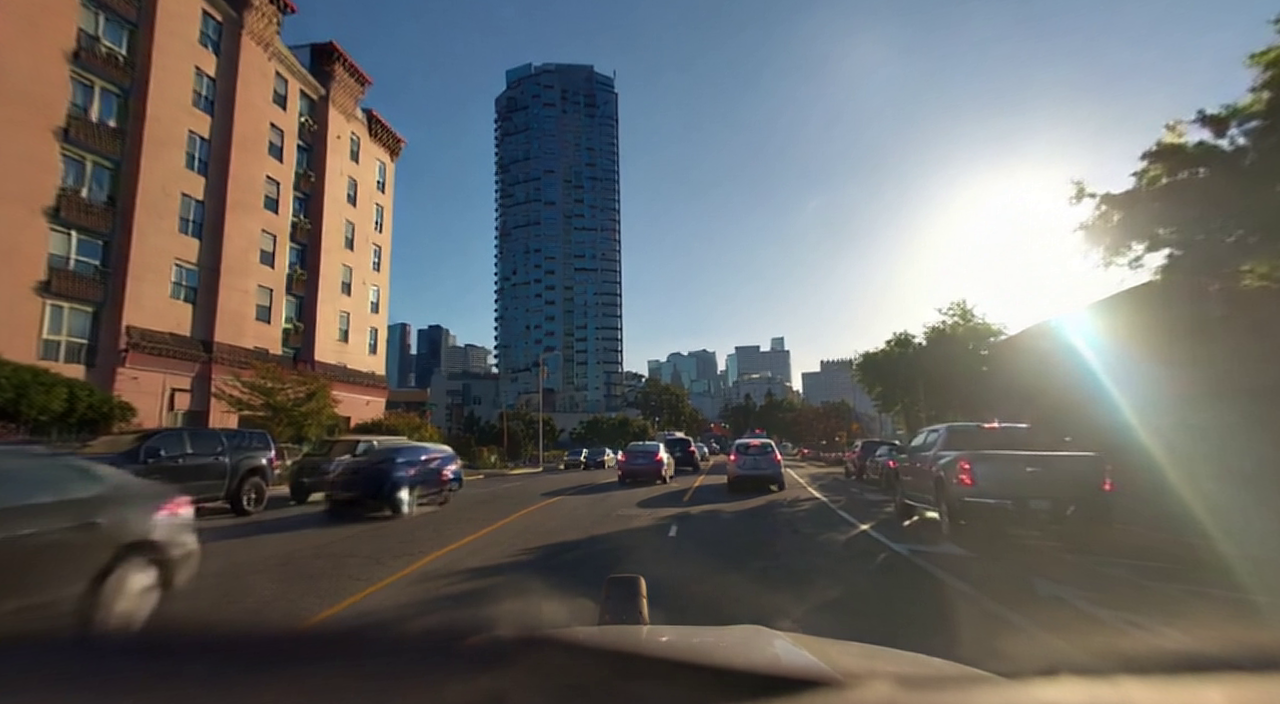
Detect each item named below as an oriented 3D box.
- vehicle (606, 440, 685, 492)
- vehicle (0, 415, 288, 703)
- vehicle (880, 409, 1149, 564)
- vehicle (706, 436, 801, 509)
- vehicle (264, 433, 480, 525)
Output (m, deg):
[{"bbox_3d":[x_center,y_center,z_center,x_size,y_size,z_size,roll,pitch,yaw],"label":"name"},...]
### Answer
[{"bbox_3d":[0.270,3.517,19.833,2.031,1.461,3.763,-1,-8,8],"label":"vehicle"},{"bbox_3d":[-4.124,1.047,3.022,2.028,1.478,4.682,0,-8,2],"label":"vehicle"},{"bbox_3d":[5.264,1.901,9.749,2.088,1.775,4.454,-2,-8,11],"label":"vehicle"},{"bbox_3d":[2.762,2.866,15.550,1.982,1.510,4.144,-1,-8,9],"label":"vehicle"},{"bbox_3d":[-5.261,2.515,13.190,2.086,1.565,4.281,-1,-8,10],"label":"vehicle"}]
